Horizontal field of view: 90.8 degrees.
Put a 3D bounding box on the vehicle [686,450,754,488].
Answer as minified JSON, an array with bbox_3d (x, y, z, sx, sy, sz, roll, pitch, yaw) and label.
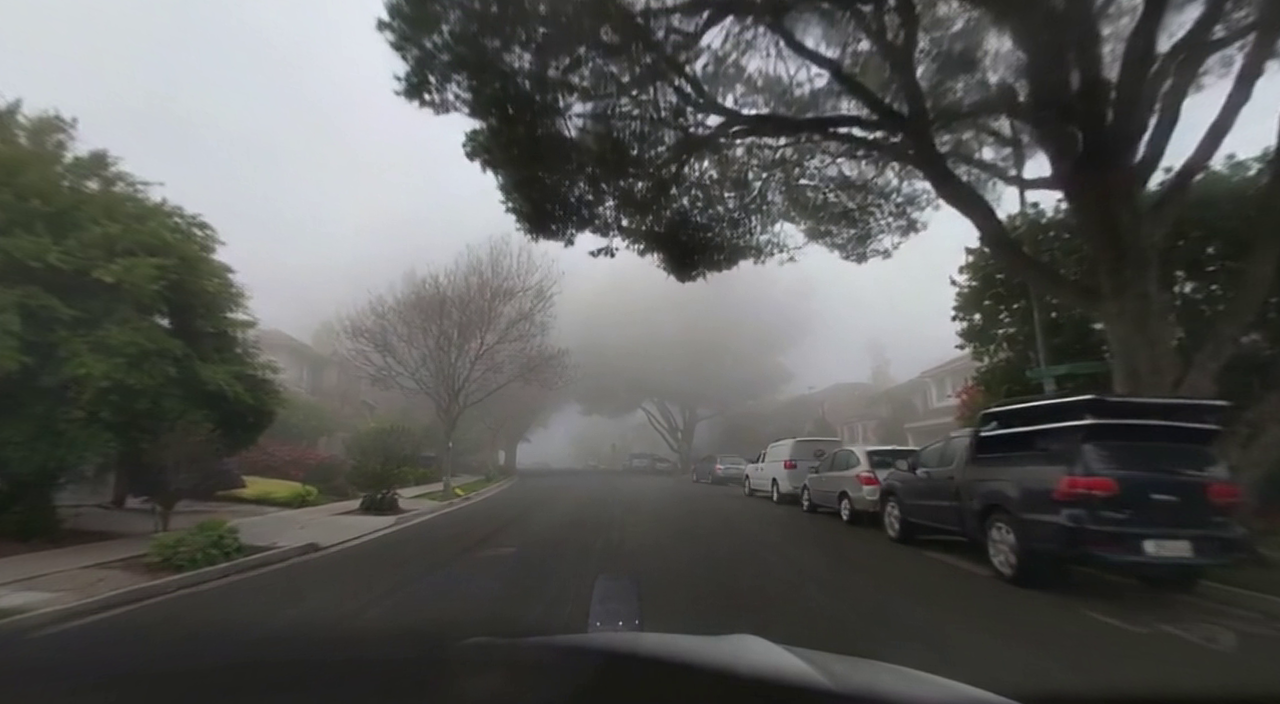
[{"bbox_3d":[4.101,6.094,33.326,2.111,1.771,4.942,1,-9,-11],"label":"vehicle"}]

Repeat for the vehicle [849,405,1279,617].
[{"bbox_3d":[5.402,1.947,8.945,2.715,1.900,6.163,1,-9,-1],"label":"vehicle"}]
